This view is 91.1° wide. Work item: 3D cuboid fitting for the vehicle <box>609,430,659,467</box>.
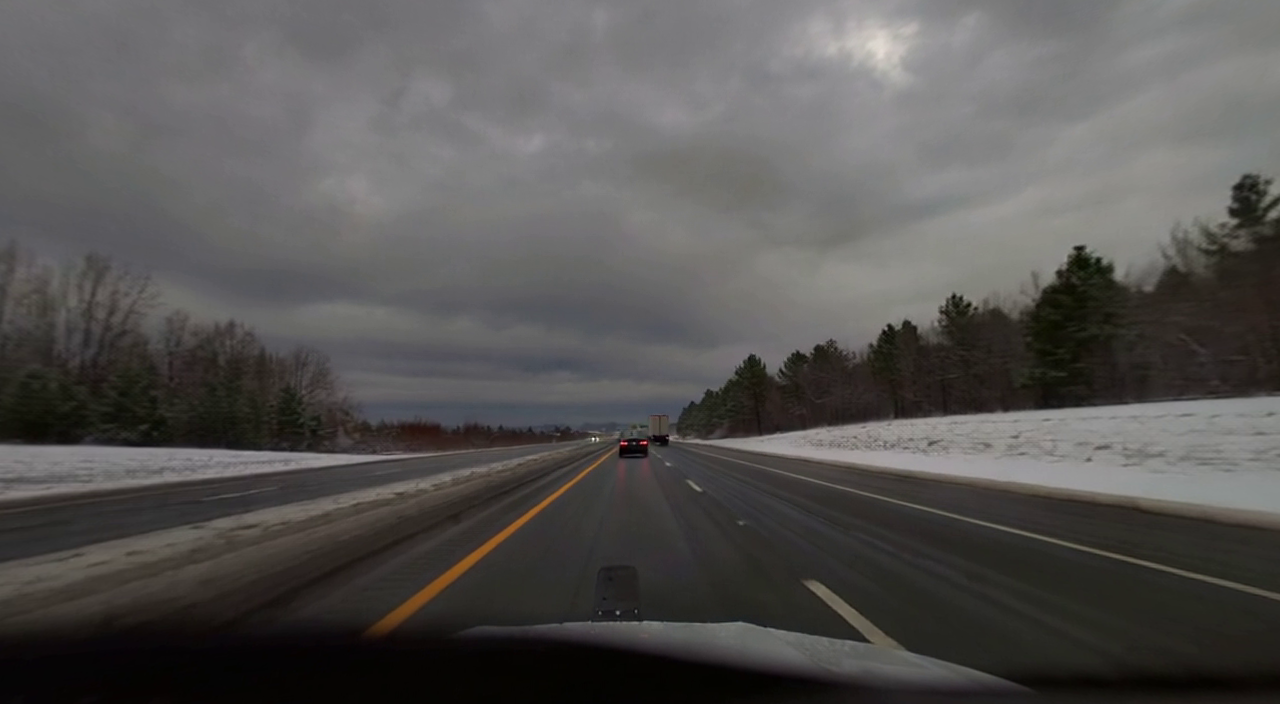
[{"bbox_3d":[-0.313,4.619,30.317,2.216,1.623,4.220,0,-8,-1],"label":"vehicle"}]
